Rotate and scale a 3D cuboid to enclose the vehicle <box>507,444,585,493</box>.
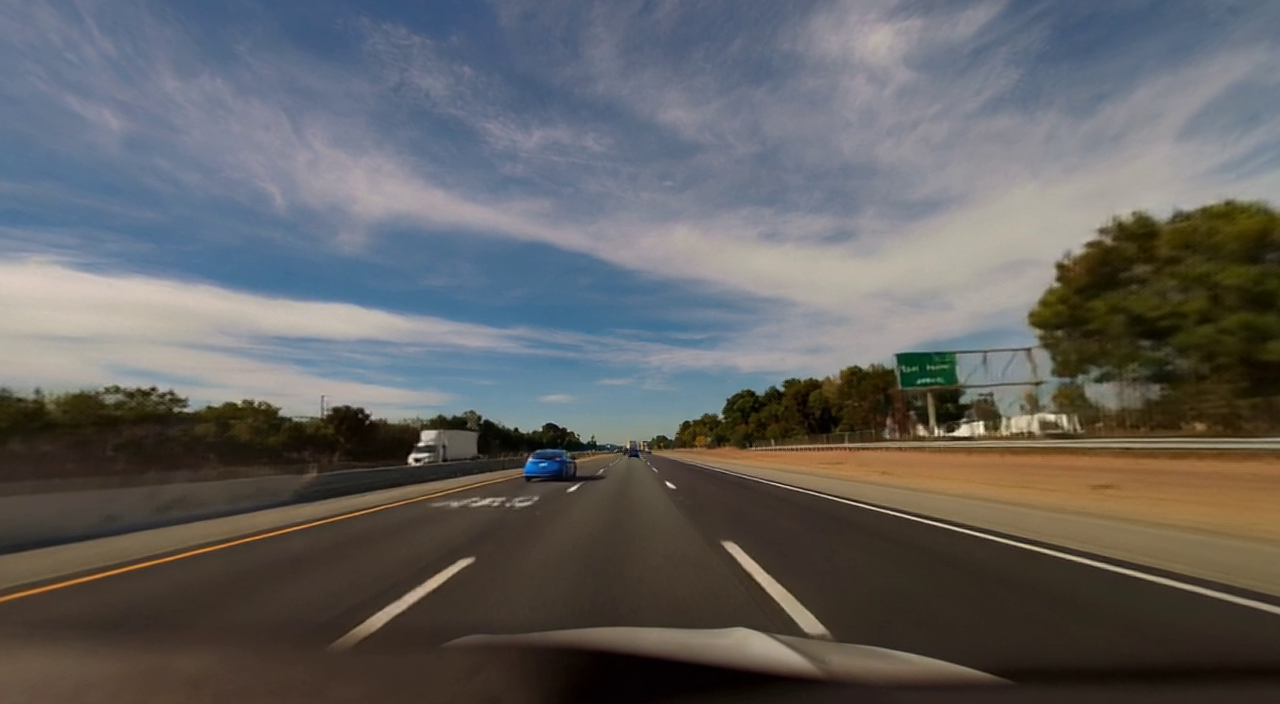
[{"bbox_3d":[-3.267,4.161,22.810,2.069,1.573,4.589,0,-9,1],"label":"vehicle"}]
